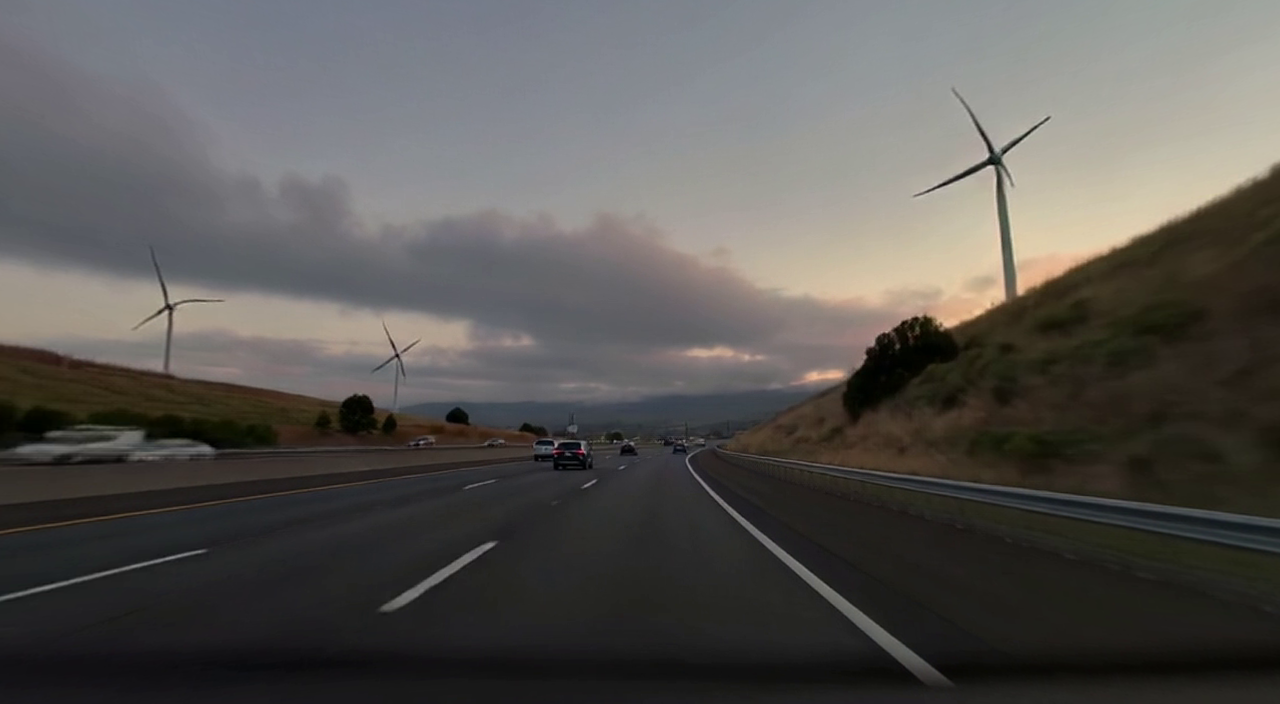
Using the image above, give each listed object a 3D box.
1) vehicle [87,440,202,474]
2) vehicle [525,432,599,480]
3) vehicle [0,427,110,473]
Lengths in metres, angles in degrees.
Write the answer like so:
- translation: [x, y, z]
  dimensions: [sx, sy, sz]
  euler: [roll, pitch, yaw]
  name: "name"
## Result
- translation: [-23.946, 5.088, 30.685]
  dimensions: [1.912, 1.493, 4.389]
  euler: [0, -9, 3]
  name: "vehicle"
- translation: [-2.950, 4.050, 24.823]
  dimensions: [2.118, 1.702, 4.355]
  euler: [0, -9, 3]
  name: "vehicle"
- translation: [-27.891, 4.451, 28.685]
  dimensions: [2.221, 1.888, 5.929]
  euler: [0, -9, 2]
  name: "vehicle"
